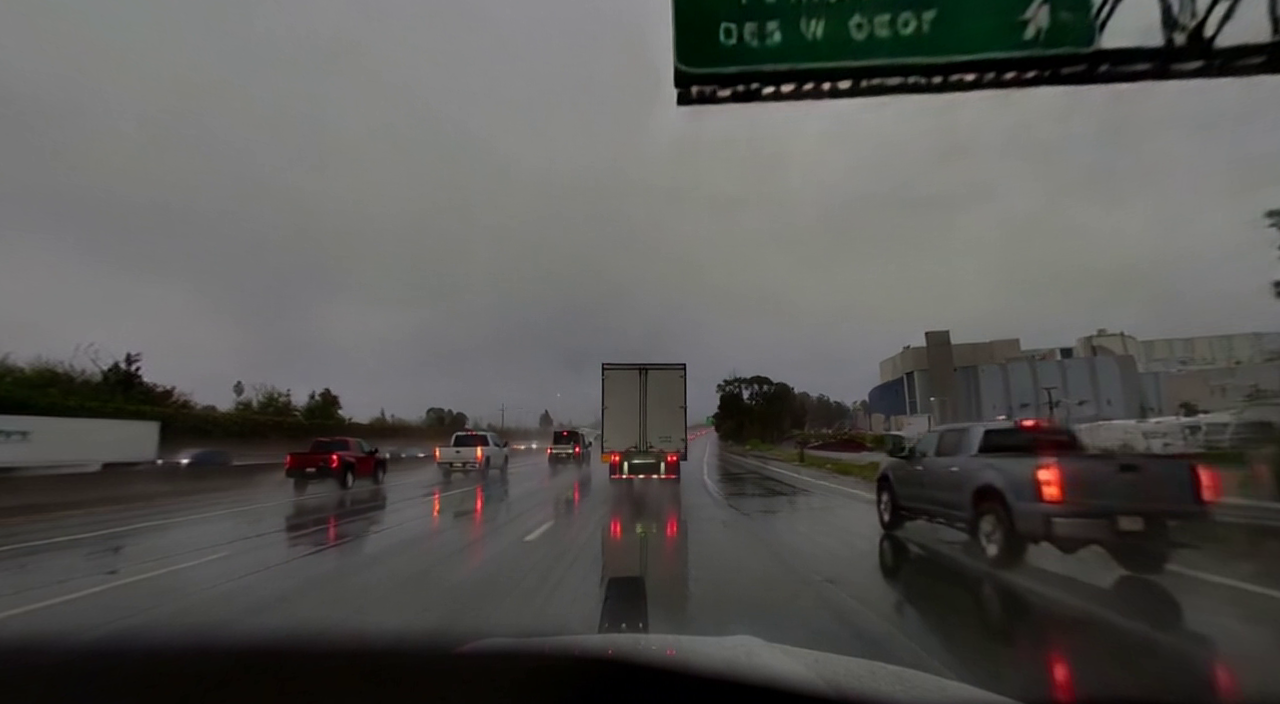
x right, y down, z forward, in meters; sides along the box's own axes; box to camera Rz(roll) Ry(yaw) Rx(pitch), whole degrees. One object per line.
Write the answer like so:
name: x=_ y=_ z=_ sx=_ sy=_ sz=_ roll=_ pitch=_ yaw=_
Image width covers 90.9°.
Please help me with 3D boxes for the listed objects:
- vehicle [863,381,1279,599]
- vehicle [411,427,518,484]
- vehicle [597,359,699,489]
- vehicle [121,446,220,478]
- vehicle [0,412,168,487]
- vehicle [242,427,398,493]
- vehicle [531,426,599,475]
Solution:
vehicle: x=4.647 y=1.504 z=7.711 sx=2.137 sy=1.796 sz=4.817 roll=0 pitch=-9 yaw=1
vehicle: x=-6.711 y=4.066 z=25.094 sx=2.479 sy=1.978 sz=5.952 roll=0 pitch=-9 yaw=1
vehicle: x=0.160 y=2.815 z=23.321 sx=2.941 sy=3.794 sz=9.851 roll=0 pitch=-9 yaw=-1
vehicle: x=-24.245 y=5.672 z=32.794 sx=1.829 sy=1.494 sz=4.369 roll=0 pitch=-9 yaw=0
vehicle: x=-28.747 y=4.597 z=29.759 sx=2.781 sy=3.208 sz=13.296 roll=0 pitch=-9 yaw=0
vehicle: x=-10.307 y=3.546 z=21.070 sx=2.089 sy=1.885 sz=5.888 roll=0 pitch=-9 yaw=0
vehicle: x=-3.364 y=4.644 z=29.829 sx=2.379 sy=2.075 sz=6.169 roll=0 pitch=-9 yaw=1
